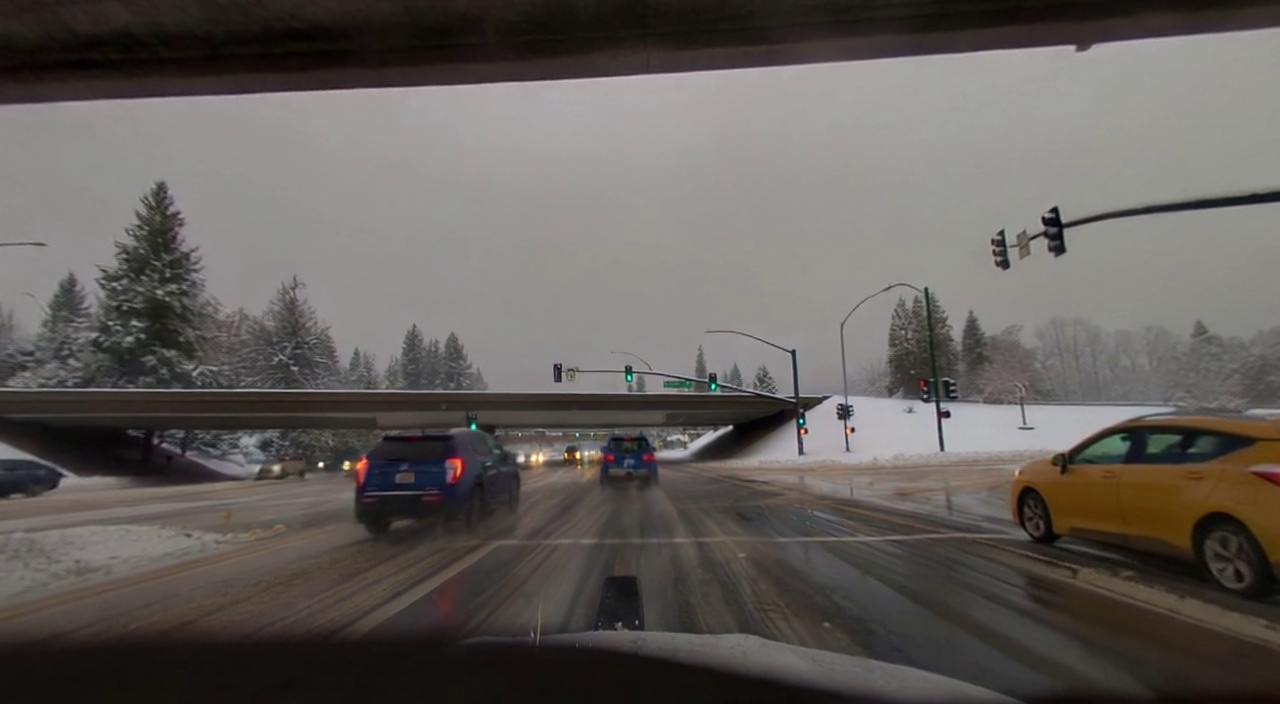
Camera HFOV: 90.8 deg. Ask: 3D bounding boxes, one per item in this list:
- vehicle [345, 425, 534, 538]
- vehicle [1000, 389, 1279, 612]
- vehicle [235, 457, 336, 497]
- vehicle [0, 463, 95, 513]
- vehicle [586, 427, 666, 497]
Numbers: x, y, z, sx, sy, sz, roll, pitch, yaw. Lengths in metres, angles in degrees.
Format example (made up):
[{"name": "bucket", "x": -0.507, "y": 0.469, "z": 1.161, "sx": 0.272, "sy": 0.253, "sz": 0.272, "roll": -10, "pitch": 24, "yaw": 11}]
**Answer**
[{"name": "vehicle", "x": -3.587, "y": 2.411, "z": 12.435, "sx": 2.060, "sy": 1.768, "sz": 4.681, "roll": -1, "pitch": -8, "yaw": 2}, {"name": "vehicle", "x": 6.232, "y": 1.456, "z": 6.838, "sx": 2.074, "sy": 1.785, "sz": 4.320, "roll": 0, "pitch": -8, "yaw": 0}, {"name": "vehicle", "x": -15.775, "y": 5.556, "z": 28.444, "sx": 1.859, "sy": 1.542, "sz": 4.657, "roll": 0, "pitch": -8, "yaw": -1}, {"name": "vehicle", "x": -22.914, "y": 4.899, "z": 22.780, "sx": 2.044, "sy": 1.584, "sz": 5.067, "roll": 0, "pitch": -8, "yaw": -1}, {"name": "vehicle", "x": -0.470, "y": 3.588, "z": 21.007, "sx": 2.342, "sy": 2.026, "sz": 4.642, "roll": 0, "pitch": -8, "yaw": -1}]
